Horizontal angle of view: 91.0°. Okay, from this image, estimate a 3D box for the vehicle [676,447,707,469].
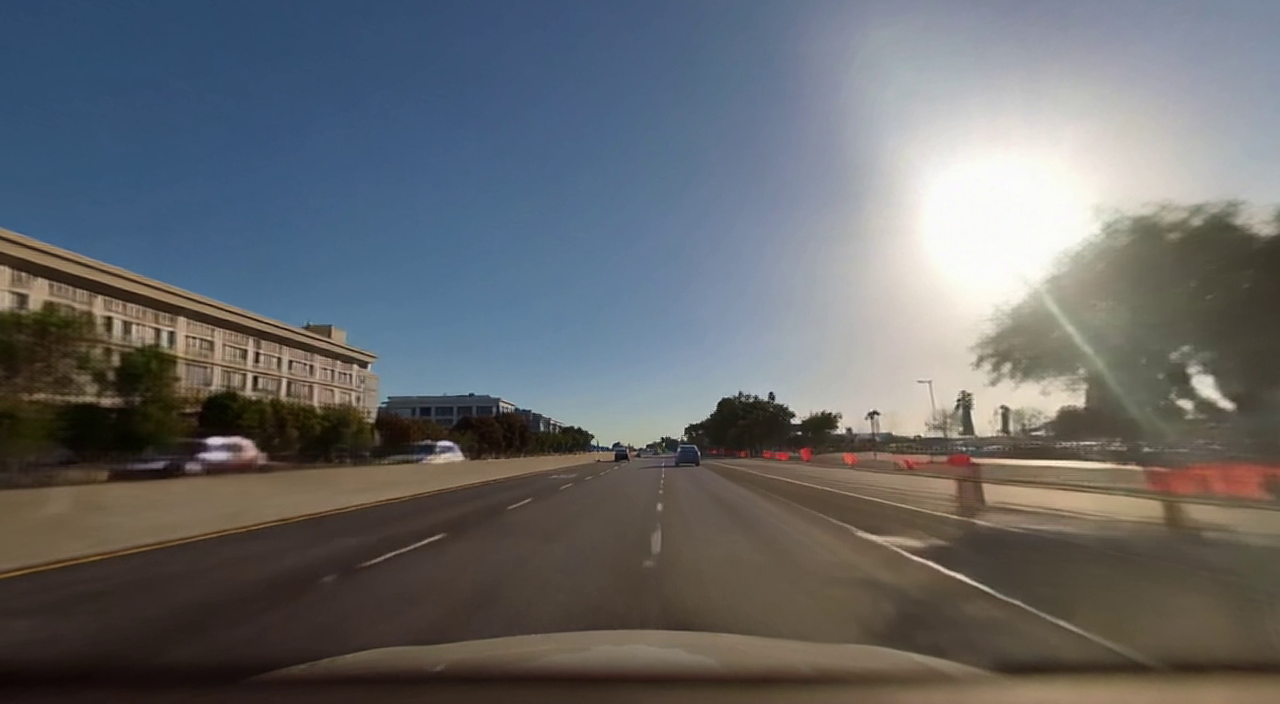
[{"bbox_3d":[3.706,7.739,46.192,1.974,1.557,4.479,0,-9,1],"label":"vehicle"}]

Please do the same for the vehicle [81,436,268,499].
[{"bbox_3d":[-14.349,3.578,19.924,1.966,1.742,4.926,0,-9,3],"label":"vehicle"}]

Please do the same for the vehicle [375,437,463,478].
[{"bbox_3d":[-9.940,4.795,28.768,2.064,1.708,4.688,0,-9,3],"label":"vehicle"}]
